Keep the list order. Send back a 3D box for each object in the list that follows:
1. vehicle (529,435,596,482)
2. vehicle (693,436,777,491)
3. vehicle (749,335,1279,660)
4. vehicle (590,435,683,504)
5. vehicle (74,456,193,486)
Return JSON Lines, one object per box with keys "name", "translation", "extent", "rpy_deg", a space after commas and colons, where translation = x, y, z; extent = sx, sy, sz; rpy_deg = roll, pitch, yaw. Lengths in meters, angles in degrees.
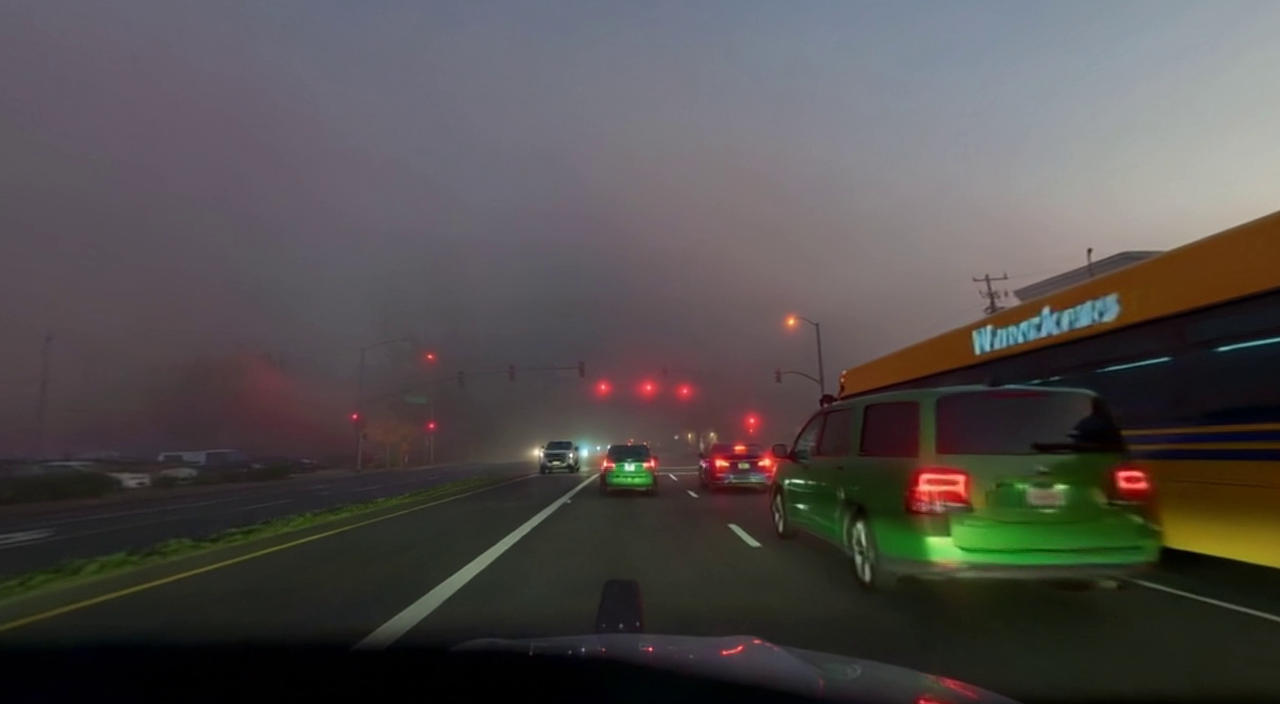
{"name": "vehicle", "translation": [-3.042, 4.297, 25.775], "extent": [2.180, 1.708, 4.397], "rpy_deg": [0, -9, 0]}
{"name": "vehicle", "translation": [2.839, 3.446, 19.900], "extent": [1.922, 1.508, 4.330], "rpy_deg": [0, -9, -1]}
{"name": "vehicle", "translation": [3.003, 1.304, 6.841], "extent": [2.490, 1.951, 5.931], "rpy_deg": [0, -9, -1]}
{"name": "vehicle", "translation": [-0.106, 2.923, 16.143], "extent": [2.071, 1.525, 3.723], "rpy_deg": [0, -9, -1]}
{"name": "vehicle", "translation": [-27.744, 6.513, 34.830], "extent": [4.800, 1.461, 1.831], "rpy_deg": [5, -10, -31]}
